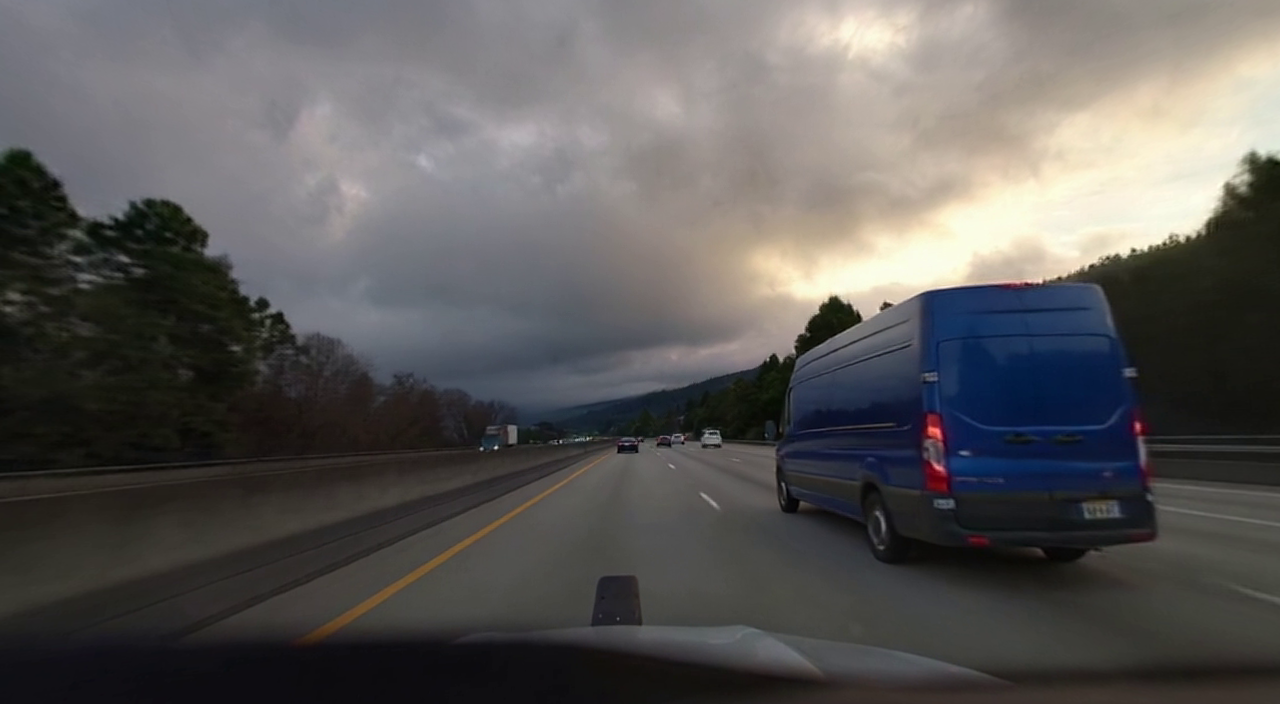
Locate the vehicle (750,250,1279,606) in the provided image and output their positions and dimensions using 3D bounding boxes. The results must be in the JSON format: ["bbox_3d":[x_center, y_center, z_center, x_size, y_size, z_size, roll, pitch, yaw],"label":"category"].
[{"bbox_3d":[3.359,0.985,8.217,2.416,2.595,7.243,0,-8,-1],"label":"vehicle"}]

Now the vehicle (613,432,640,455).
[{"bbox_3d":[-0.964,6.546,45.035,1.900,1.524,4.324,0,-8,-1],"label":"vehicle"}]
